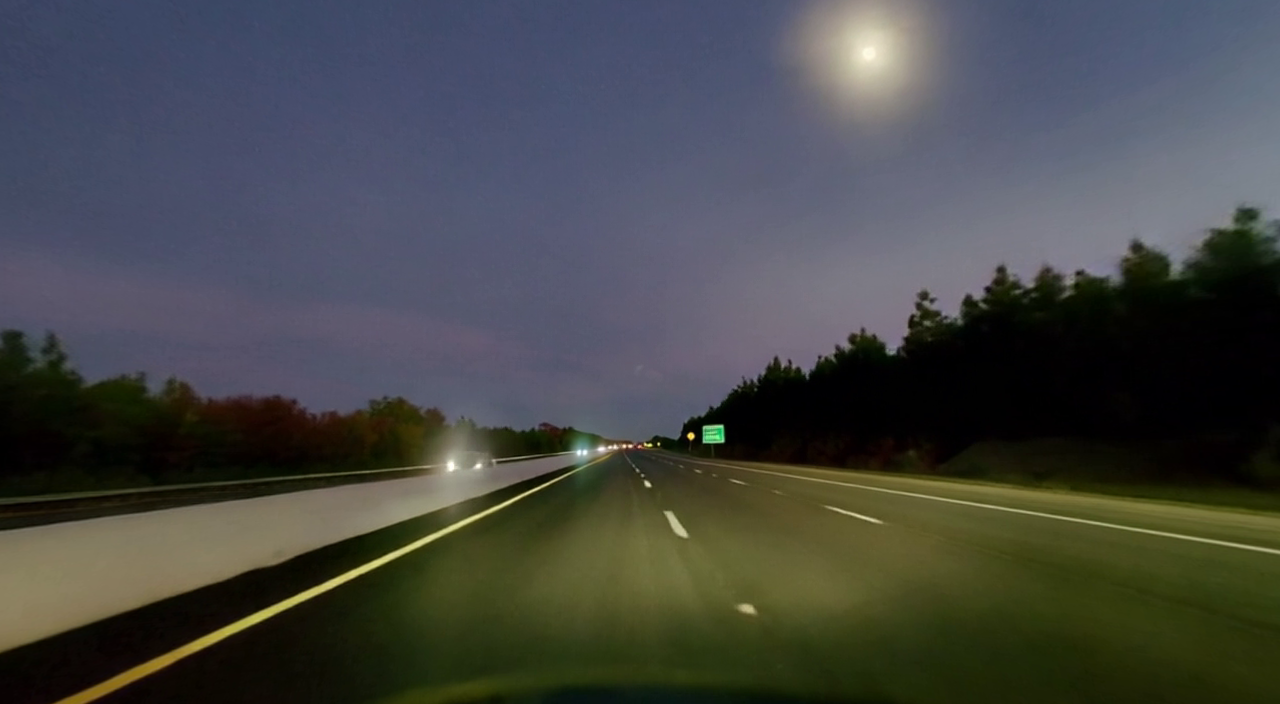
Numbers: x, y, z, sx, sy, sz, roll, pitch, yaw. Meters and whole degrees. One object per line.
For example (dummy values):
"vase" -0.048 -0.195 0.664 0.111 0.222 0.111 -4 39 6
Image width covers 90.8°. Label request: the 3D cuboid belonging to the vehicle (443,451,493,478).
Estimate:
"vehicle" -10.459 6.846 38.611 1.943 1.477 4.489 0 -9 -2
